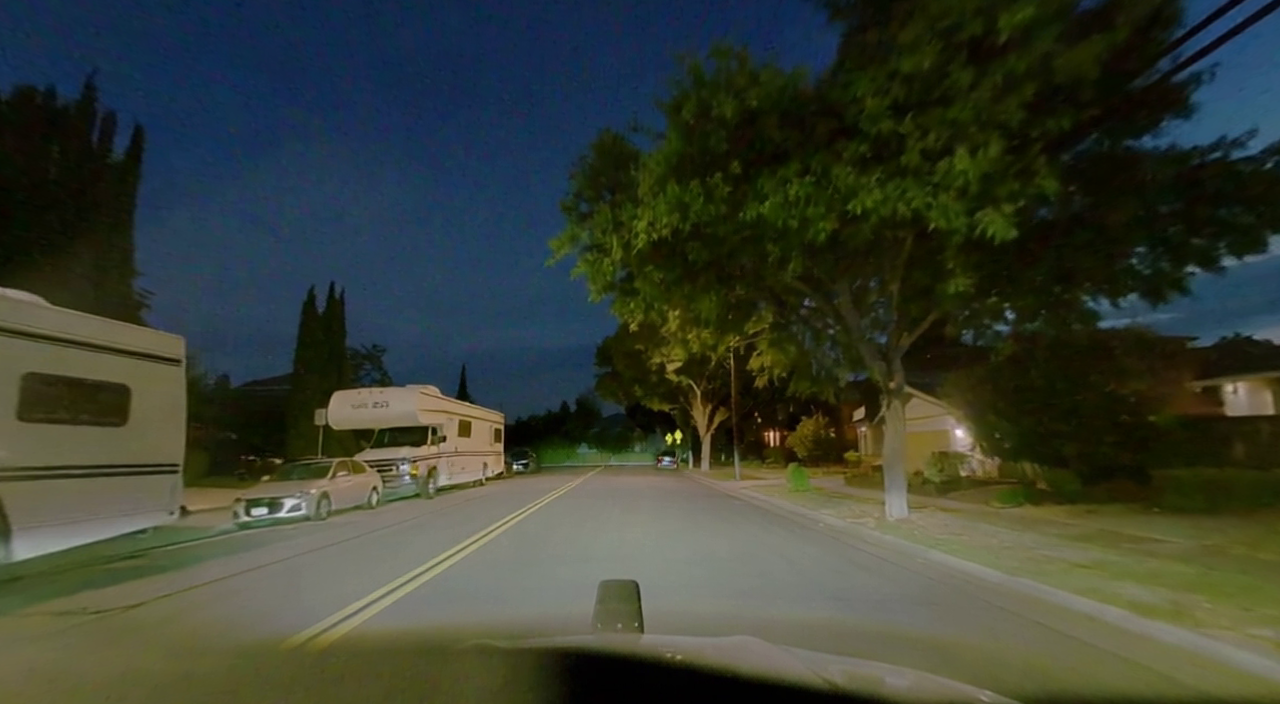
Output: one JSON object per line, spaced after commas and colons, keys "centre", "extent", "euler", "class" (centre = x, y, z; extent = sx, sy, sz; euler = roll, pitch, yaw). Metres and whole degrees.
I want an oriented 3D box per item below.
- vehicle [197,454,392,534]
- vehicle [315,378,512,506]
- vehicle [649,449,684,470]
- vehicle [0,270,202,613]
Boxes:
{"centre": [-7.462, 3.068, 14.319], "extent": [1.932, 1.438, 4.552], "euler": [0, -8, -1], "class": "vehicle"}
{"centre": [-7.432, 3.477, 23.394], "extent": [3.103, 3.479, 11.801], "euler": [-1, -10, -1], "class": "vehicle"}
{"centre": [1.932, 7.978, 47.076], "extent": [2.167, 1.479, 4.597], "euler": [1, -8, -3], "class": "vehicle"}
{"centre": [-7.334, 0.533, 3.861], "extent": [2.889, 3.119, 8.837], "euler": [0, -8, 0], "class": "vehicle"}
